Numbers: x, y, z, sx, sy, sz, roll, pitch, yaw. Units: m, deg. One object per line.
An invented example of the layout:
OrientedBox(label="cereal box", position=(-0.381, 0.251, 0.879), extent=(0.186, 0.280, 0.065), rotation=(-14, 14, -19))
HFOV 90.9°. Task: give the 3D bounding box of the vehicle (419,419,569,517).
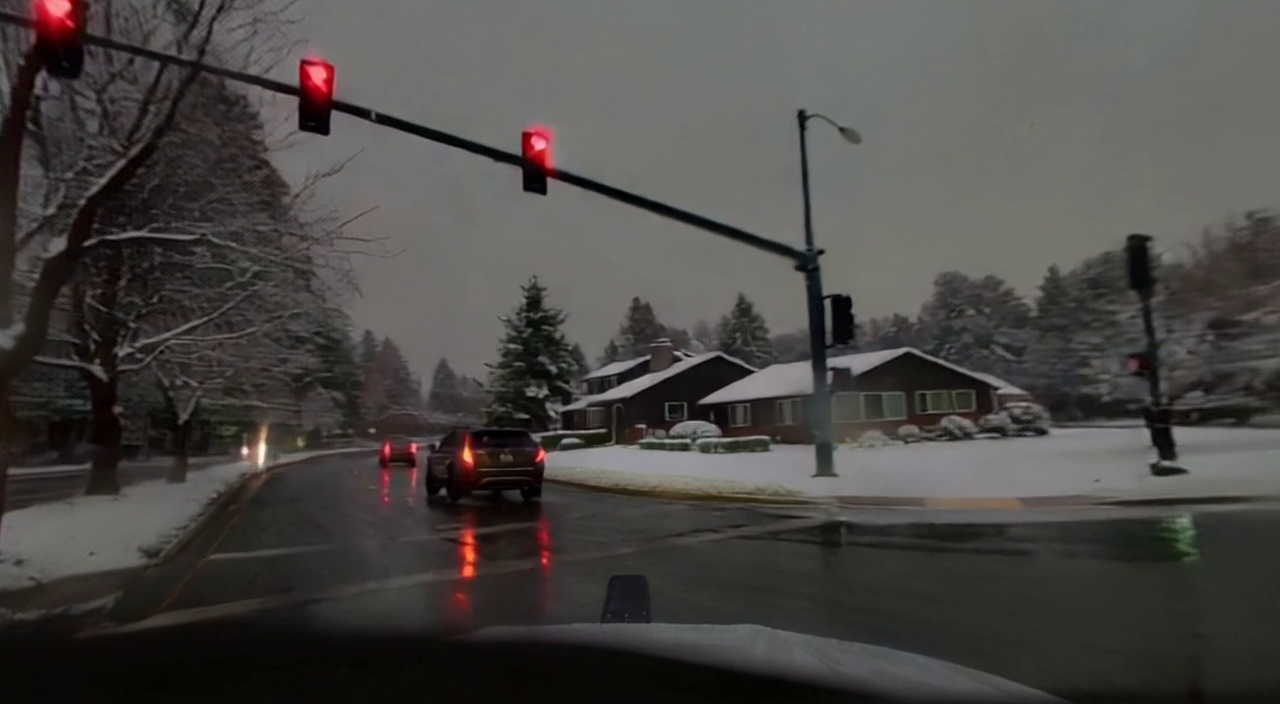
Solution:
OrientedBox(label="vehicle", position=(-3.544, 2.583, 14.570), extent=(2.141, 1.833, 4.704), rotation=(4, -10, -28))

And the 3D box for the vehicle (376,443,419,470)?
OrientedBox(label="vehicle", position=(-14.137, 6.027, 36.571), extent=(1.983, 1.433, 4.558), rotation=(4, -9, -24))

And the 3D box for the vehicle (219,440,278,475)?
OrientedBox(label="vehicle", position=(-20.964, 5.651, 33.919), extent=(2.063, 1.721, 4.261), rotation=(4, -9, -24))
